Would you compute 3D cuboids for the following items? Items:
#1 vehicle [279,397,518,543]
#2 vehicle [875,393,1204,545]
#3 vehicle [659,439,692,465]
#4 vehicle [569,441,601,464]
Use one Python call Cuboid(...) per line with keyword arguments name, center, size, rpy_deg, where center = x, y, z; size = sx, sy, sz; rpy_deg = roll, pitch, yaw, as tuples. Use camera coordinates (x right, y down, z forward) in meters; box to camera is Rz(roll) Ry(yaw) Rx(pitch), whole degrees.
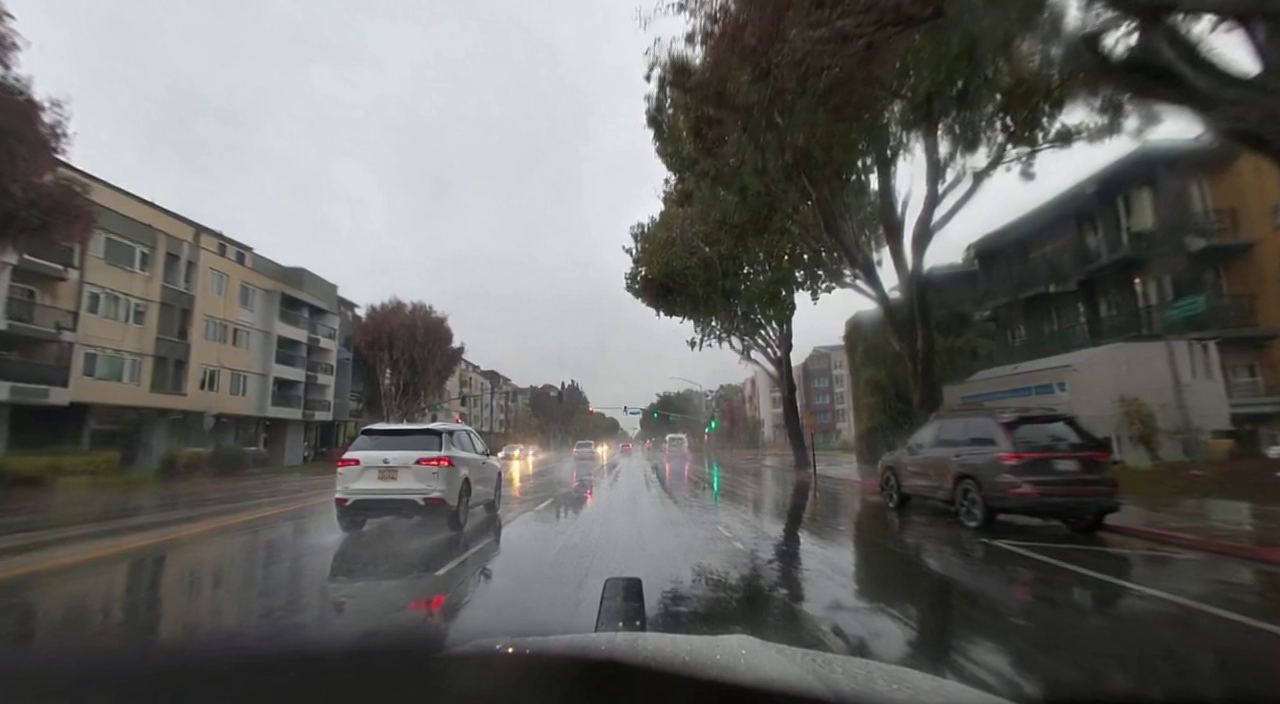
Cuboid(name="vehicle", center=(-3.807, 1.999, 11.295), size=(2.225, 1.984, 5.168), rpy_deg=(0, -8, 0))
Cuboid(name="vehicle", center=(6.970, 2.154, 12.332), size=(2.521, 2.108, 6.111), rpy_deg=(2, -8, 1))
Cuboid(name="vehicle", center=(2.528, 7.214, 45.625), size=(2.018, 1.719, 4.369), rpy_deg=(0, -8, -2))
Cuboid(name="vehicle", center=(-4.219, 7.812, 49.417), size=(2.083, 1.685, 4.069), rpy_deg=(0, -8, 1))
